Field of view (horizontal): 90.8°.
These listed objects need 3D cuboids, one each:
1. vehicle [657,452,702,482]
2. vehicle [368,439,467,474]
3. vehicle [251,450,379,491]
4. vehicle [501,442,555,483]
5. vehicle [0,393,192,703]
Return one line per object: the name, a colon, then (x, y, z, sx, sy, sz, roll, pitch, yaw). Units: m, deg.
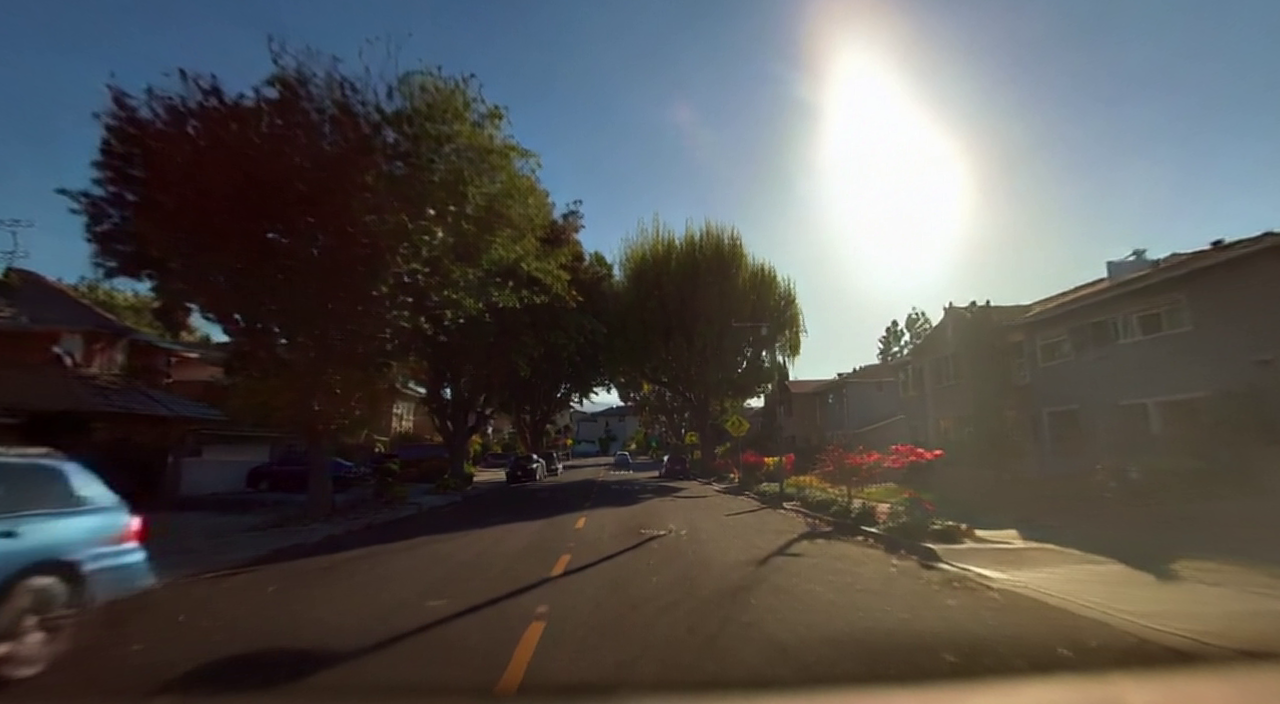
vehicle: (2.194, 6.565, 36.434, 2.047, 1.532, 4.350, 0, -9, -4)
vehicle: (-13.632, 6.415, 38.933, 5.234, 2.076, 2.197, 0, -9, -1)
vehicle: (-12.617, 4.594, 24.723, 3.989, 1.485, 1.814, 0, -9, -4)
vehicle: (-6.105, 6.182, 34.991, 2.155, 1.907, 5.100, -3, -12, -1)
vehicle: (-4.760, 1.069, 2.942, 2.093, 1.810, 4.555, -2, -9, -2)
